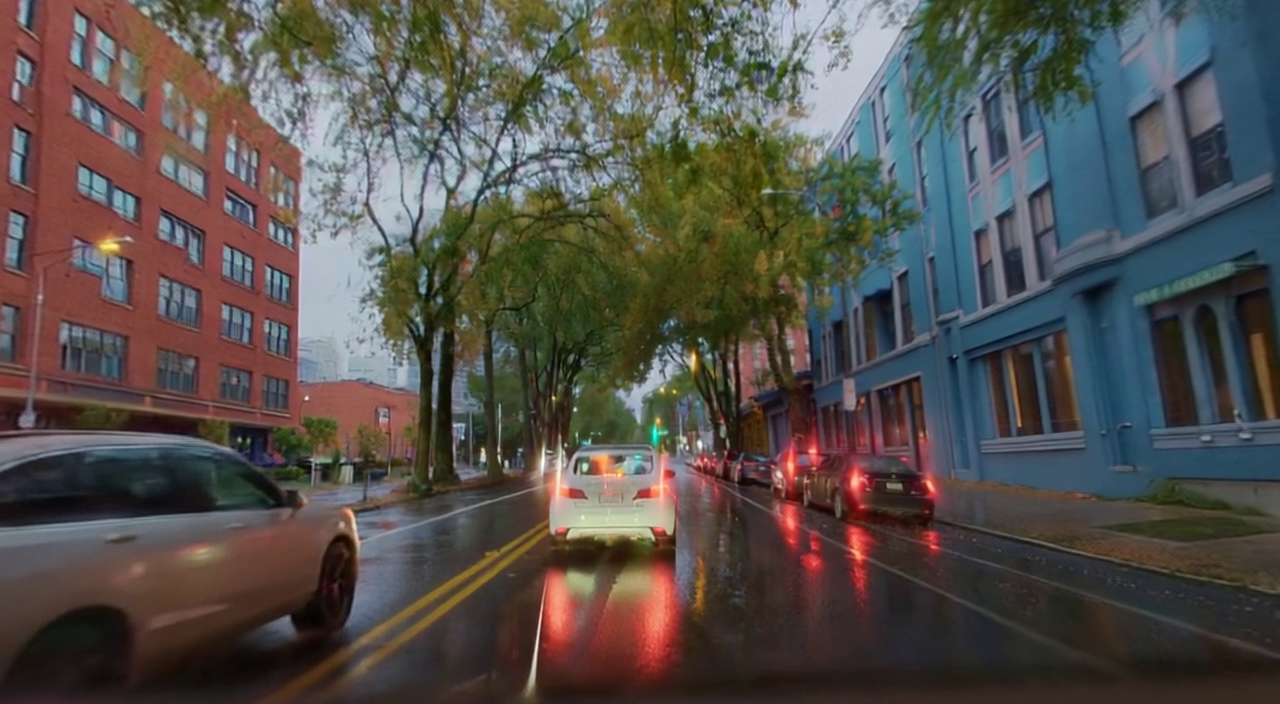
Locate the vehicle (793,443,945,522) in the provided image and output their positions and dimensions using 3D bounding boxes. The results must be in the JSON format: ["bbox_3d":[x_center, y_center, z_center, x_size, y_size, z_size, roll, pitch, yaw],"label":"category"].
[{"bbox_3d":[4.915,2.832,14.202,1.832,1.491,4.054,1,-9,-1],"label":"vehicle"}]

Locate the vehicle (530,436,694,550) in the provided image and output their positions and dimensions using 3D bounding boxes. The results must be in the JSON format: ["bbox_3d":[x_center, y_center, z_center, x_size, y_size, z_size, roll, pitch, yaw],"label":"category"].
[{"bbox_3d":[-0.384,2.237,10.670,2.230,1.518,4.113,0,-9,0],"label":"vehicle"}]

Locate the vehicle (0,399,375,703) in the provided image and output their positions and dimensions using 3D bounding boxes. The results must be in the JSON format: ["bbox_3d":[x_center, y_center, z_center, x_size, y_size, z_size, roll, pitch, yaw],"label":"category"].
[{"bbox_3d":[-3.511,1.126,3.576,1.934,1.548,4.635,0,-9,1],"label":"vehicle"}]
